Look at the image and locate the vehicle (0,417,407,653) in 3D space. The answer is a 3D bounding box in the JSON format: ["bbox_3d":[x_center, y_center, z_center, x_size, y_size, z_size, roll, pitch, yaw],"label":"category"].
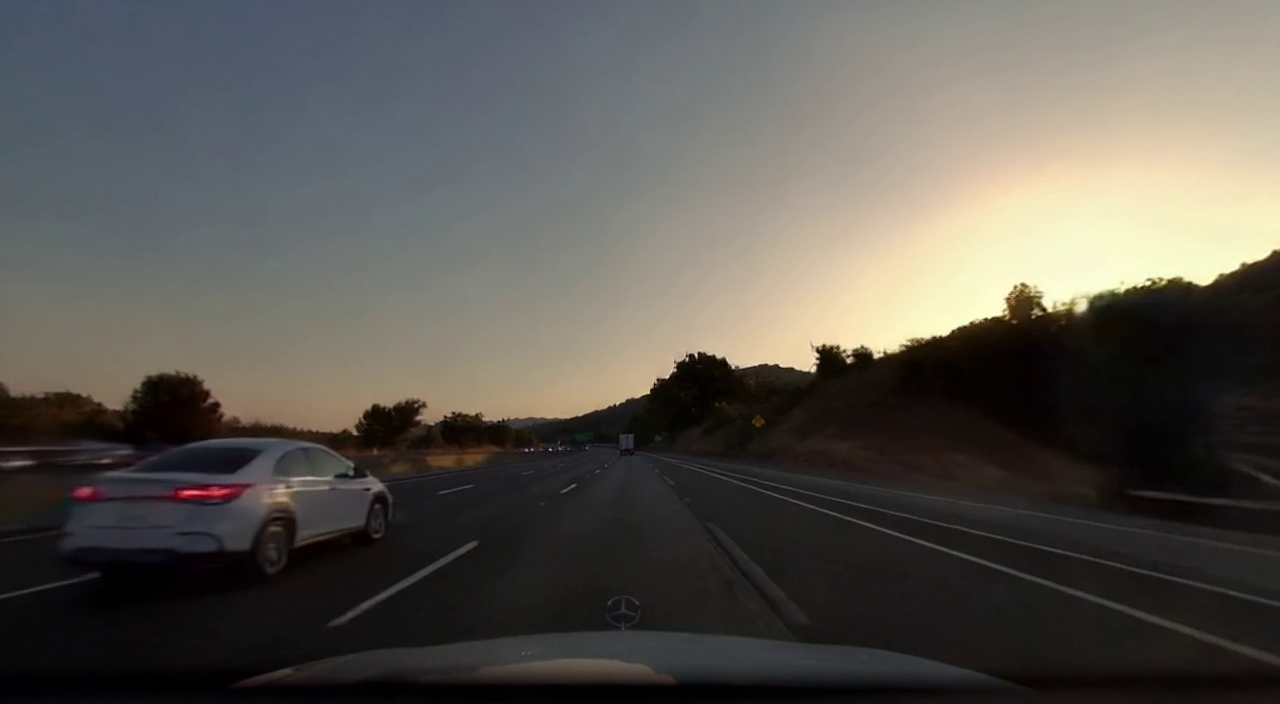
[{"bbox_3d":[-4.532,1.616,6.834,2.108,1.573,5.000,0,-8,0],"label":"vehicle"}]
